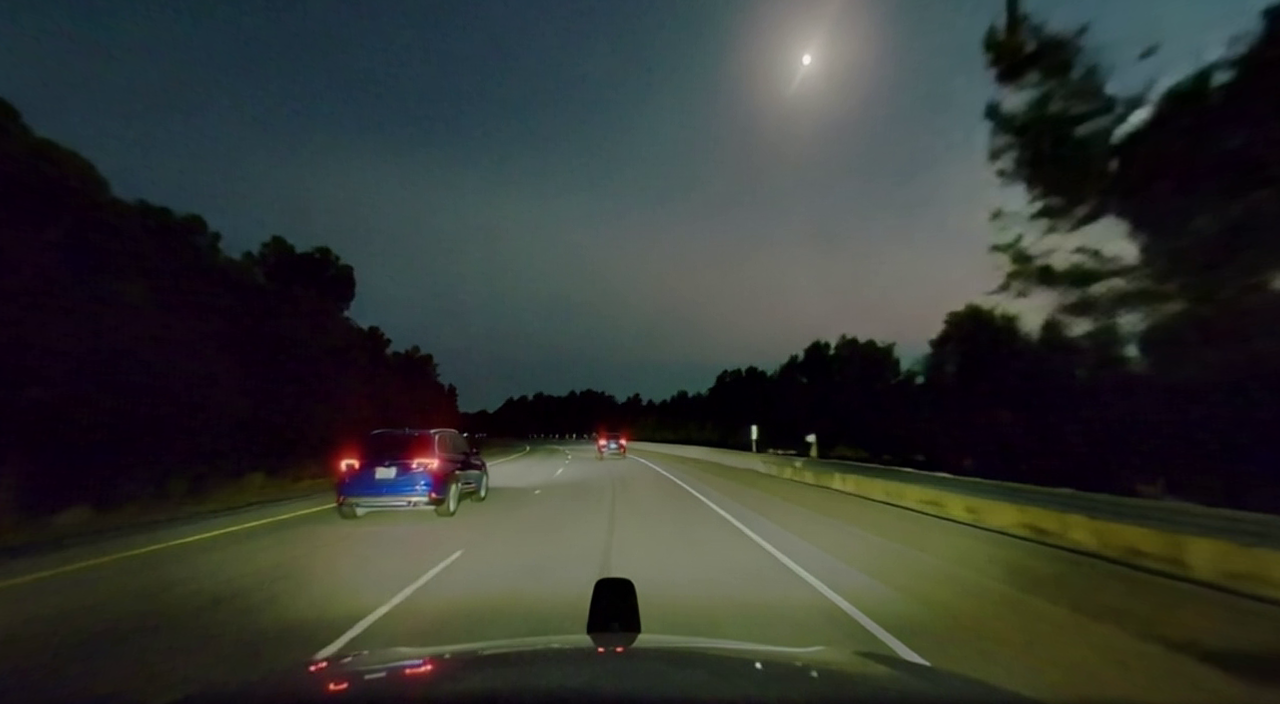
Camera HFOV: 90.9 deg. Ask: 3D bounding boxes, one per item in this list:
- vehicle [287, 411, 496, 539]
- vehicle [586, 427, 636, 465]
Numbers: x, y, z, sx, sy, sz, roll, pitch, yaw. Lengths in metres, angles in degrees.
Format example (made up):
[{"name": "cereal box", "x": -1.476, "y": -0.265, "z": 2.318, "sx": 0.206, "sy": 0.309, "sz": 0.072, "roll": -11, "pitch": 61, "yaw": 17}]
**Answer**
[{"name": "vehicle", "x": -4.203, "y": 2.110, "z": 11.697, "sx": 2.053, "sy": 1.847, "sz": 4.760, "roll": 0, "pitch": -7, "yaw": -2}, {"name": "vehicle", "x": -1.631, "y": 4.975, "z": 33.486, "sx": 2.452, "sy": 1.857, "sz": 4.022, "roll": 0, "pitch": -7, "yaw": -5}]
